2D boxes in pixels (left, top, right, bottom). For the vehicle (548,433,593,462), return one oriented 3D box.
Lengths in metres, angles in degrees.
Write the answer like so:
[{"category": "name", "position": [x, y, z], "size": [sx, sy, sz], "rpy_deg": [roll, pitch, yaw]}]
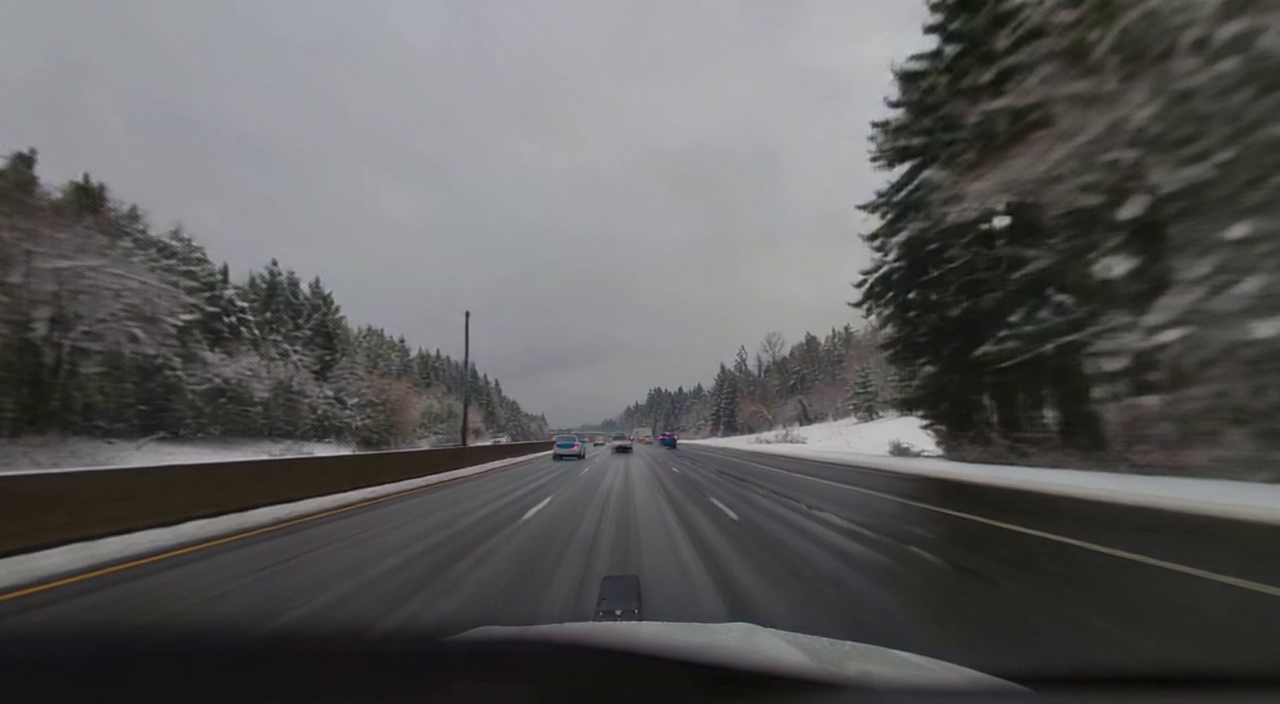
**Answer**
[{"category": "vehicle", "position": [-3.933, 5.473, 36.247], "size": [2.103, 1.507, 4.367], "rpy_deg": [0, -8, 0]}]
